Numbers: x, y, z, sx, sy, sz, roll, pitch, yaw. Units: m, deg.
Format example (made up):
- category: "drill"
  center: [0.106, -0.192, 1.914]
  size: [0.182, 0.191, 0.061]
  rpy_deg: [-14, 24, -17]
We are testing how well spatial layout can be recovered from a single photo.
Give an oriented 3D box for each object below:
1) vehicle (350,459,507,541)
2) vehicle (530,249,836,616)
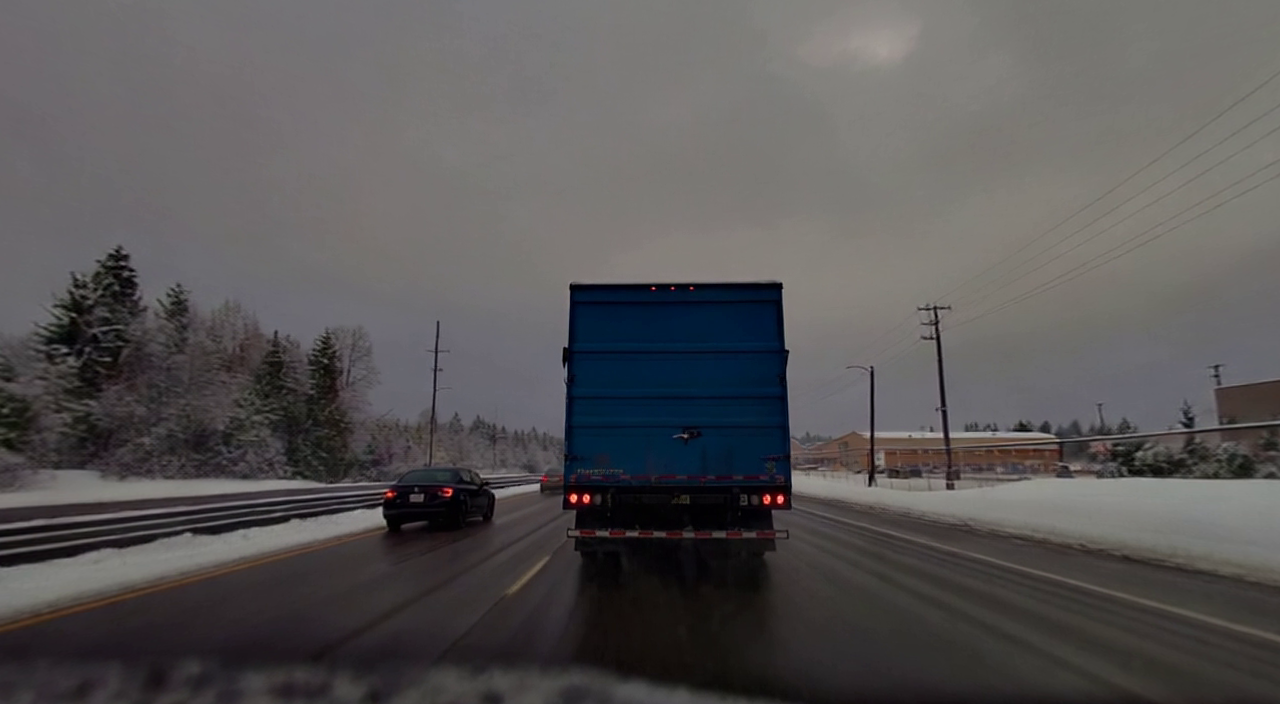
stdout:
- category: "vehicle"
  center: [-4.401, 3.162, 13.951]
  size: [1.891, 1.469, 4.431]
  rpy_deg: [1, -11, 0]
- category: "vehicle"
  center: [0.616, 1.482, 10.443]
  size: [2.831, 3.529, 8.689]
  rpy_deg: [0, -11, 3]
